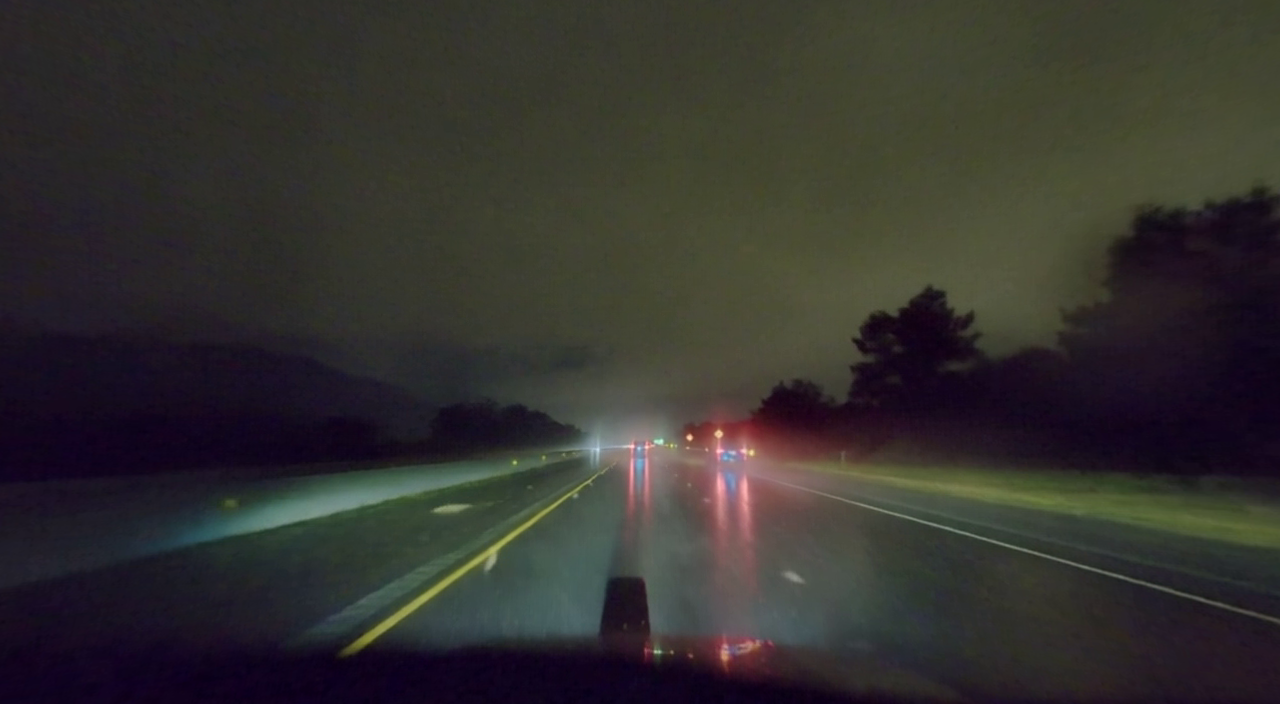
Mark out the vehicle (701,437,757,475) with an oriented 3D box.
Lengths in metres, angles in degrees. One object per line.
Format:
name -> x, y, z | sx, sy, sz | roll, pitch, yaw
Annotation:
vehicle -> 4.047, 4.782, 29.226 | 2.037, 1.609, 4.036 | 0, -8, 0

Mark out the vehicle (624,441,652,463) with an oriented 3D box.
vehicle -> -0.141, 7.477, 47.003 | 2.009, 1.554, 4.013 | 0, -8, 1
